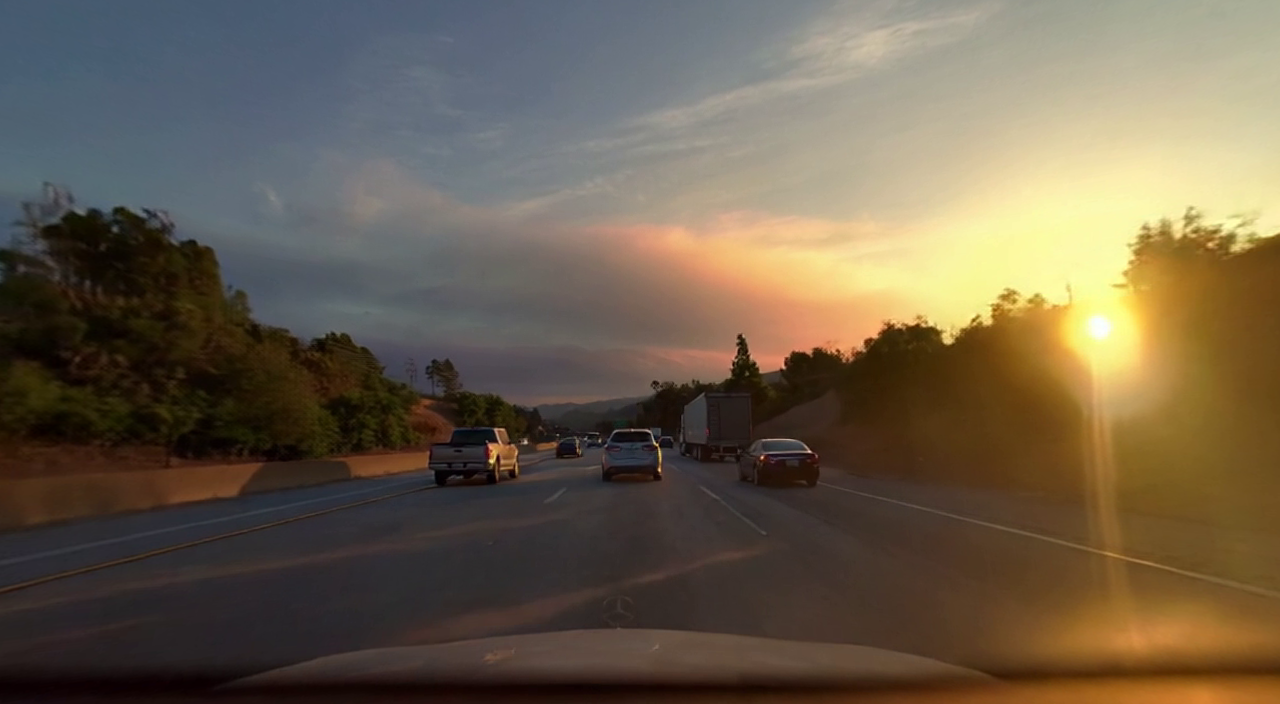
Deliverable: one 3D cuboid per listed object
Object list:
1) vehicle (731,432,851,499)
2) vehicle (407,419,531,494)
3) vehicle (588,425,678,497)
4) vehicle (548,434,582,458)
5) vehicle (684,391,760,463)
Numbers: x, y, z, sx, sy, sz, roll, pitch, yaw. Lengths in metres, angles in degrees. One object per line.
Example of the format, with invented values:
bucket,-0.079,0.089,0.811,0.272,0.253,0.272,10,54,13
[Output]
vehicle,3.670,2.807,16.109,1.951,1.477,3.963,0,-8,-2
vehicle,-4.533,2.840,17.590,2.101,1.767,4.702,0,-8,0
vehicle,-0.198,2.781,16.534,2.083,1.647,3.799,0,-8,-1
vehicle,-5.420,6.885,46.138,1.971,1.648,3.983,0,-8,0
vehicle,5.202,5.236,43.178,2.888,4.135,14.071,0,-8,-2
